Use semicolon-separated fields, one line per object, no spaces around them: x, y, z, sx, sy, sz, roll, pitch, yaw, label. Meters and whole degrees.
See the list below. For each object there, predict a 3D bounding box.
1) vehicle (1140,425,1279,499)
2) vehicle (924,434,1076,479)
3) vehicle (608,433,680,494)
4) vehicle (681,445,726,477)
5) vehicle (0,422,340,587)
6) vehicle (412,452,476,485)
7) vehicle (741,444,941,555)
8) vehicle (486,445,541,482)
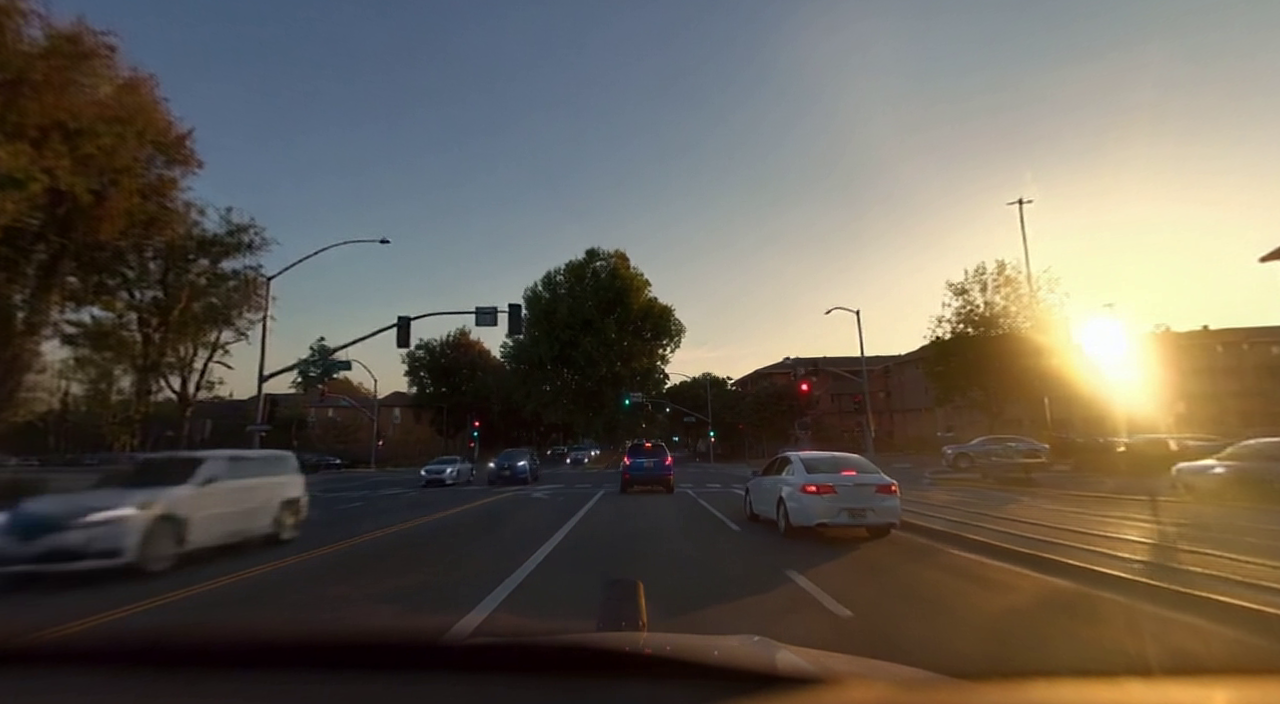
13.686;2.409;13.723;3.899;1.437;1.857;2;-8;2;vehicle
13.666;3.977;24.047;4.507;1.610;2.045;0;-9;-1;vehicle
0.124;3.922;22.405;2.296;1.947;4.168;0;-9;0;vehicle
3.656;6.354;36.906;2.138;1.729;4.178;0;-9;-1;vehicle
-6.490;2.008;9.126;2.092;1.802;4.270;0;-9;0;vehicle
-10.208;6.072;33.027;1.943;1.552;4.670;0;-9;-1;vehicle
3.098;2.340;10.806;1.900;1.478;4.425;0;-9;-1;vehicle
-6.624;5.864;33.399;1.957;1.836;4.434;0;-9;1;vehicle
